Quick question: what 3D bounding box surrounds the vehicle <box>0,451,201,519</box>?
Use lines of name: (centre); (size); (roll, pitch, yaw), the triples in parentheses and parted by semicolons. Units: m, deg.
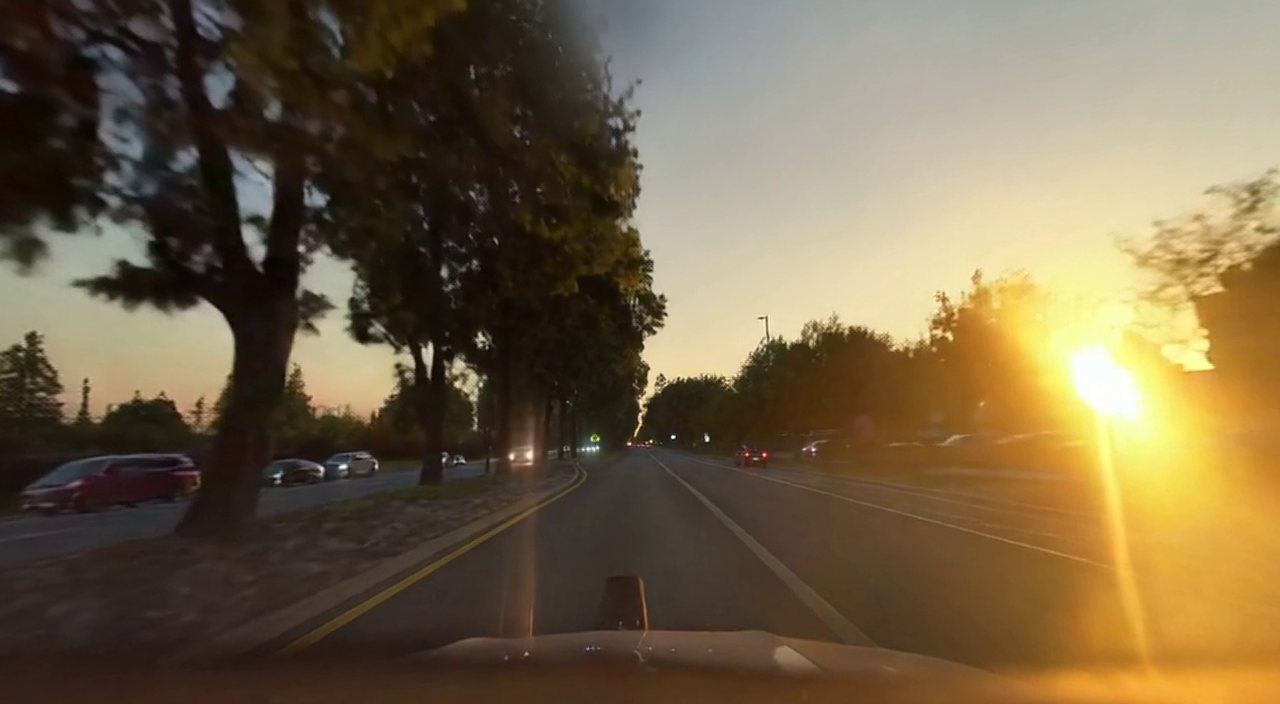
vehicle: (-17.705, 4.281, 21.138); (1.999, 1.875, 5.842); (0, -8, -2)

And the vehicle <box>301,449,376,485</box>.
vehicle: (-17.790, 6.771, 37.601); (1.926, 1.684, 5.378); (-3, -7, -1)

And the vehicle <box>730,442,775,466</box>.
vehicle: (7.308, 6.696, 41.542); (1.961, 1.465, 4.468); (0, -8, -2)

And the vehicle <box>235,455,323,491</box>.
vehicle: (-17.865, 5.975, 31.499); (1.851, 1.563, 4.336); (0, -8, 0)
